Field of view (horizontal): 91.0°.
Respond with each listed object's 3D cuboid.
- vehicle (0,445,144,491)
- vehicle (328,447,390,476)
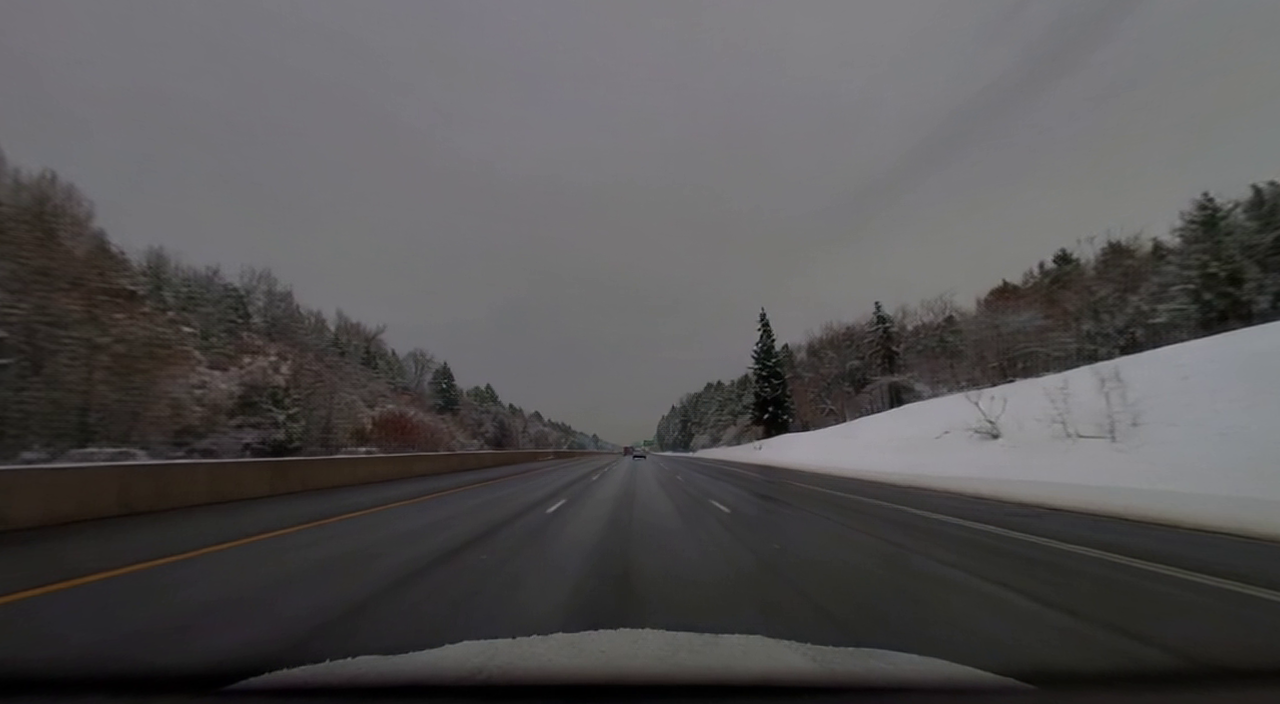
[{"bbox_3d":[-21.269,4.283,23.662,1.917,1.538,3.992,0,-8,0],"label":"vehicle"},{"bbox_3d":[-14.378,5.606,32.388,1.520,1.405,3.431,0,-9,1],"label":"vehicle"}]
